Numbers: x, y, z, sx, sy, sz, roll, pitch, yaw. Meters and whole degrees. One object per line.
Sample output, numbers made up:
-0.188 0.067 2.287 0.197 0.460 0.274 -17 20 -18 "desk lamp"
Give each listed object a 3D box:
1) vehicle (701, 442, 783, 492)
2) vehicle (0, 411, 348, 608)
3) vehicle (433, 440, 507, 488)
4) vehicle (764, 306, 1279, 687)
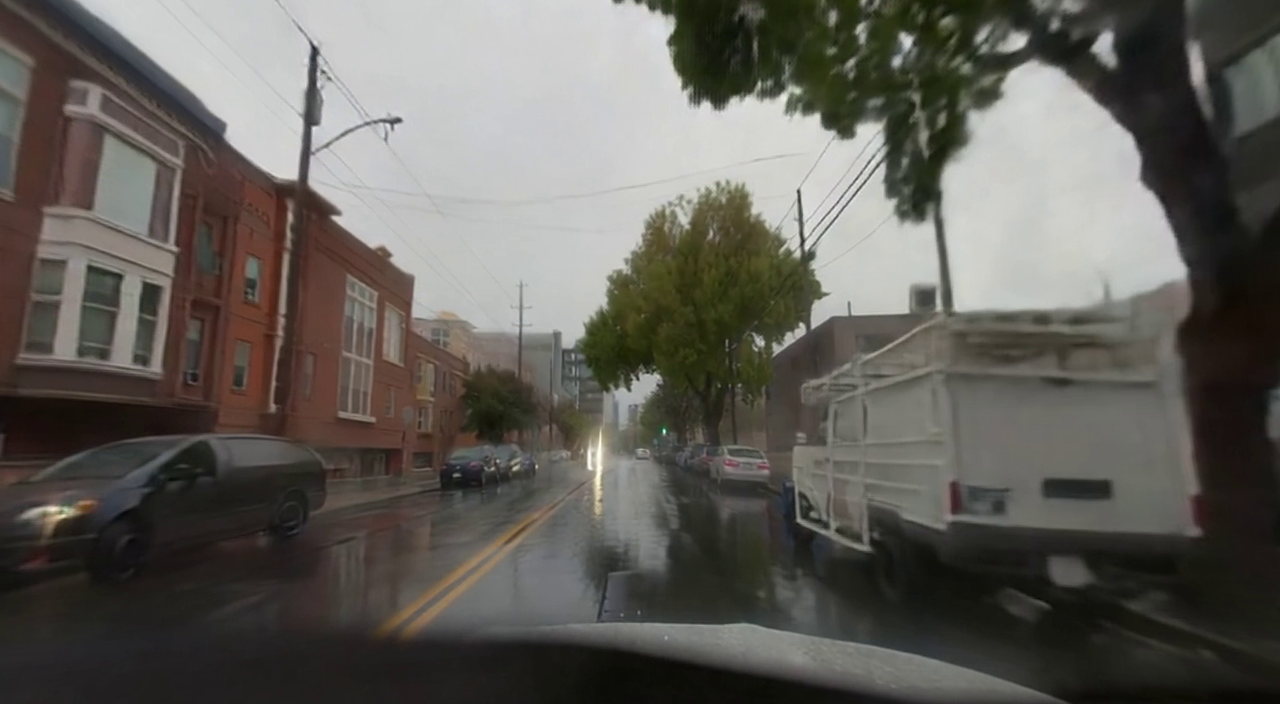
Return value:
3.248 3.760 21.045 1.885 1.464 4.466 0 -8 -1 "vehicle"
-6.675 1.949 9.040 2.259 1.899 5.643 0 -8 0 "vehicle"
-6.869 4.567 26.107 1.930 1.756 4.955 0 -8 -3 "vehicle"
3.129 1.235 6.614 2.480 2.230 5.704 0 -8 0 "vehicle"
